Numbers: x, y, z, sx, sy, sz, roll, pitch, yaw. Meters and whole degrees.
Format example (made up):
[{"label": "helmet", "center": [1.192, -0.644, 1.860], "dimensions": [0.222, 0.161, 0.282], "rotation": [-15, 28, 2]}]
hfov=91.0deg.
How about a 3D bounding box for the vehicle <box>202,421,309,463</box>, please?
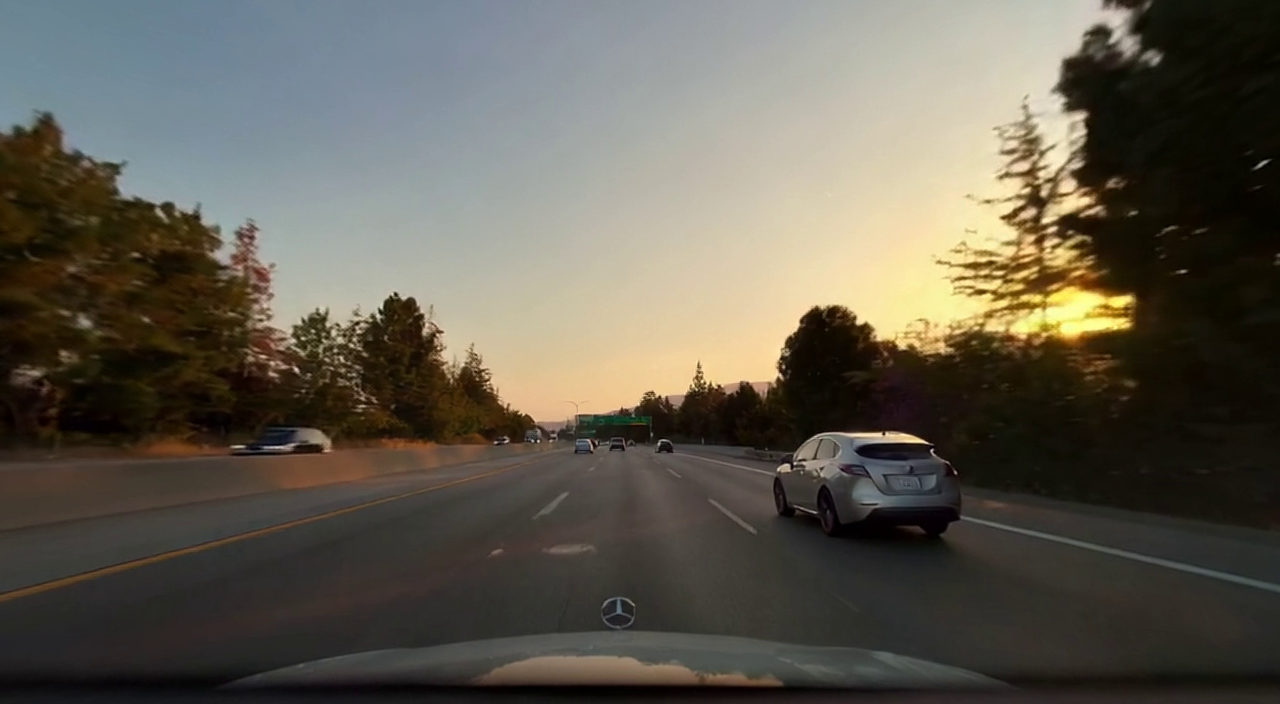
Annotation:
[{"label": "vehicle", "center": [-16.320, 3.859, 27.016], "dimensions": [1.942, 1.633, 4.364], "rotation": [0, -8, -2]}]
